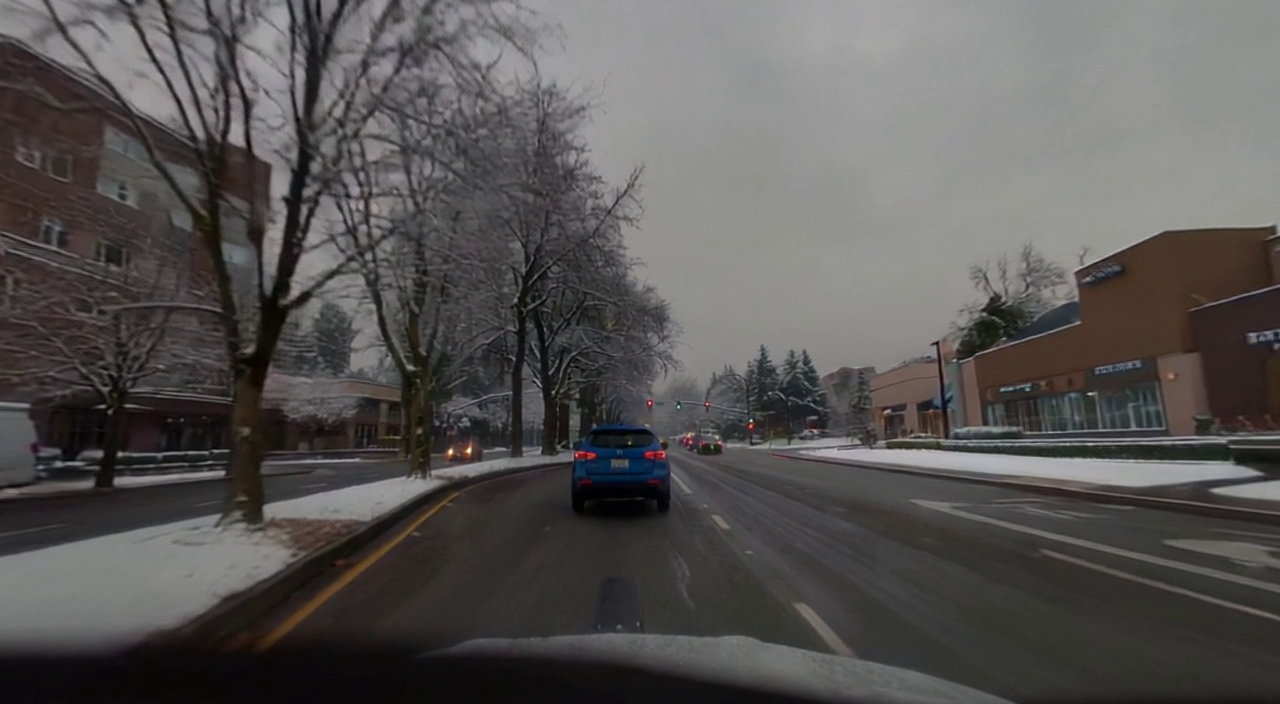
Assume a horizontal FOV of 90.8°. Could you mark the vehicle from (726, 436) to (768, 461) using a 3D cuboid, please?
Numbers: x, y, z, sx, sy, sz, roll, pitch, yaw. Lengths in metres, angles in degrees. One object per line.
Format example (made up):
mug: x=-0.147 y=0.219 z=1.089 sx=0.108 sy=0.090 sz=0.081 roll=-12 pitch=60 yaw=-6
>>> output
vehicle: x=6.566 y=5.956 z=39.053 sx=1.777 sy=1.443 sz=3.942 roll=0 pitch=-8 yaw=-1

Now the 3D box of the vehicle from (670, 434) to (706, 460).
vehicle: x=3.031 y=6.124 z=40.741 sx=1.929 sy=1.590 sz=4.287 roll=0 pitch=-8 yaw=0

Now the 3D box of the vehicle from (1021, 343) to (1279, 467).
vehicle: x=18.462 y=2.232 z=23.509 sx=3.269 sy=3.755 sz=8.862 roll=0 pitch=-8 yaw=2

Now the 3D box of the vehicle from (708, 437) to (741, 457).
vehicle: x=6.521 y=7.368 z=49.162 sx=1.854 sy=1.466 sz=4.420 roll=0 pitch=-8 yaw=0

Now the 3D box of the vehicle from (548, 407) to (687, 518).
vehicle: x=-0.394 y=2.130 z=12.567 sx=2.277 sy=1.816 sz=4.192 roll=0 pitch=-8 yaw=-1
